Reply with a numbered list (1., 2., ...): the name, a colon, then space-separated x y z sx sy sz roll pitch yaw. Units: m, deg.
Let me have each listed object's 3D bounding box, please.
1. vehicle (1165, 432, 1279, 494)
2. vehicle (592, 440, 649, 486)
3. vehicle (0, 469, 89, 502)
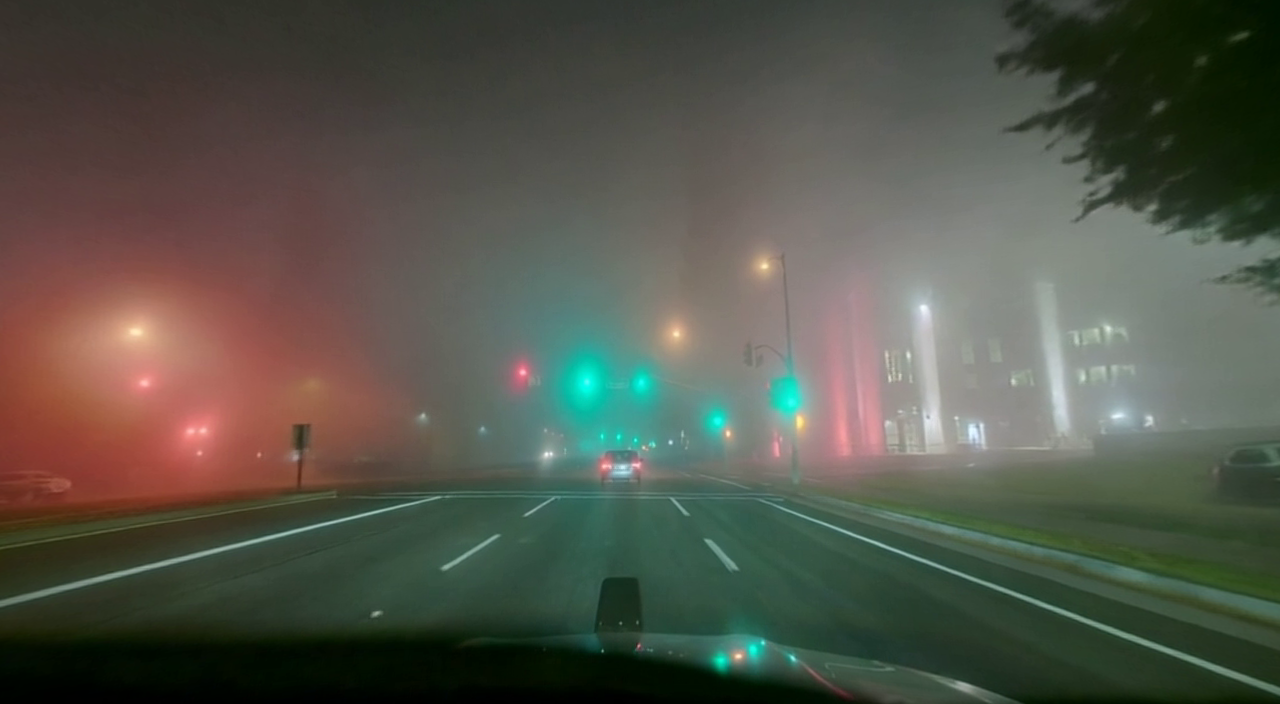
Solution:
1. vehicle: 16.550 2.788 16.199 4.344 1.451 1.920 -1 -9 1
2. vehicle: -0.759 4.492 25.759 2.130 1.711 4.038 0 -9 -1
3. vehicle: -34.967 7.577 36.074 4.884 1.736 2.049 0 -9 -2
